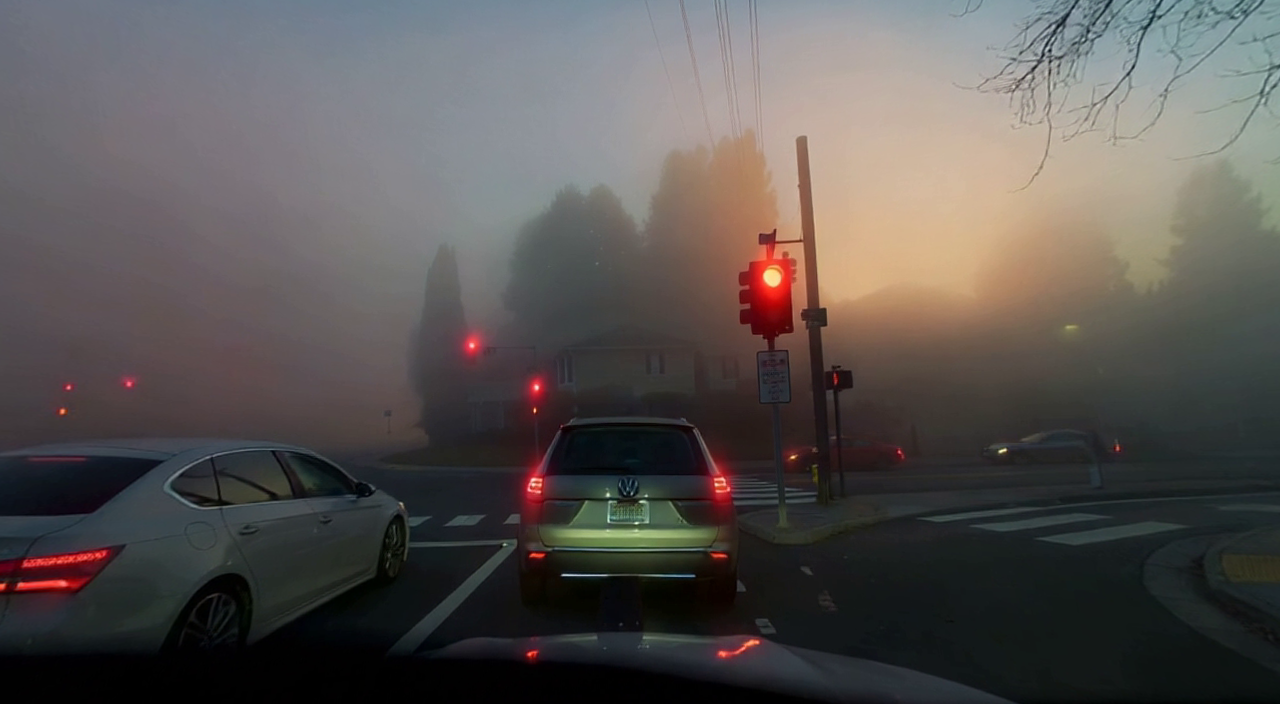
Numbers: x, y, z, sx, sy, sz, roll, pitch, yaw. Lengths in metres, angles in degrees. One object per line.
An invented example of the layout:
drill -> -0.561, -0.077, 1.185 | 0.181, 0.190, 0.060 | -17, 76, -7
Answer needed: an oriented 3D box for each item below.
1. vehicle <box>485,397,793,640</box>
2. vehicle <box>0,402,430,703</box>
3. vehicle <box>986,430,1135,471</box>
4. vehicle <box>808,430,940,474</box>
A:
vehicle -> -0.151, 1.468, 6.574 | 2.154, 1.670, 4.140 | 1, -9, -5
vehicle -> -3.299, 1.272, 4.725 | 2.035, 1.492, 4.415 | 0, -9, -2
vehicle -> 17.363, 4.102, 26.293 | 4.670, 1.616, 1.926 | -1, -9, 6
vehicle -> 9.899, 4.282, 27.104 | 4.887, 1.769, 2.035 | -1, -9, 6
